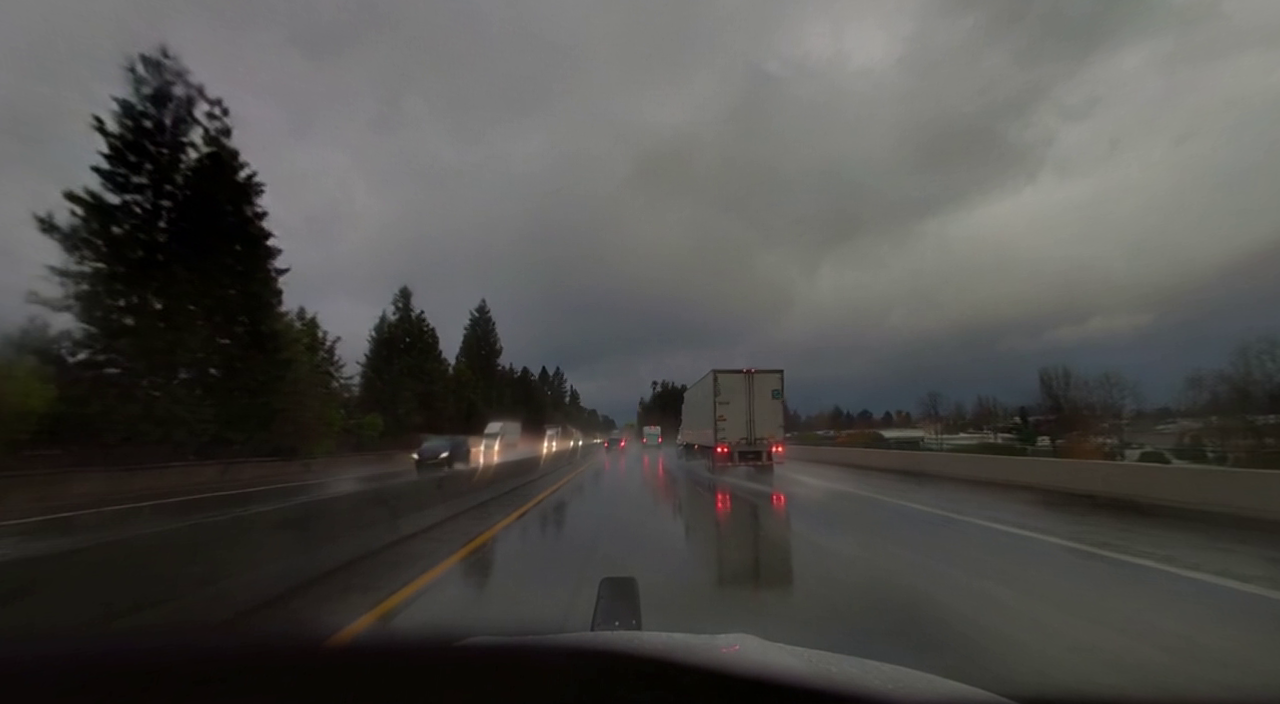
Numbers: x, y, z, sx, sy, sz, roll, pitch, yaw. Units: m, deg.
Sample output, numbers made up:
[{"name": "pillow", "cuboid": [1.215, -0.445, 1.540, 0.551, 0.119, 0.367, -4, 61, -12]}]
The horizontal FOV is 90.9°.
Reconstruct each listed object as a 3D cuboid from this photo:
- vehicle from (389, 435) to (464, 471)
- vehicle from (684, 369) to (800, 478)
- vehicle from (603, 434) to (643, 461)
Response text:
[{"name": "vehicle", "cuboid": [-9.602, 4.561, 28.739, 1.910, 1.492, 4.302, 0, -8, -1]}, {"name": "vehicle", "cuboid": [3.616, 2.860, 24.728, 2.921, 3.526, 8.207, 0, -8, -2]}, {"name": "vehicle", "cuboid": [-1.009, 5.630, 37.431, 2.259, 1.466, 3.693, 0, -8, -1]}]
